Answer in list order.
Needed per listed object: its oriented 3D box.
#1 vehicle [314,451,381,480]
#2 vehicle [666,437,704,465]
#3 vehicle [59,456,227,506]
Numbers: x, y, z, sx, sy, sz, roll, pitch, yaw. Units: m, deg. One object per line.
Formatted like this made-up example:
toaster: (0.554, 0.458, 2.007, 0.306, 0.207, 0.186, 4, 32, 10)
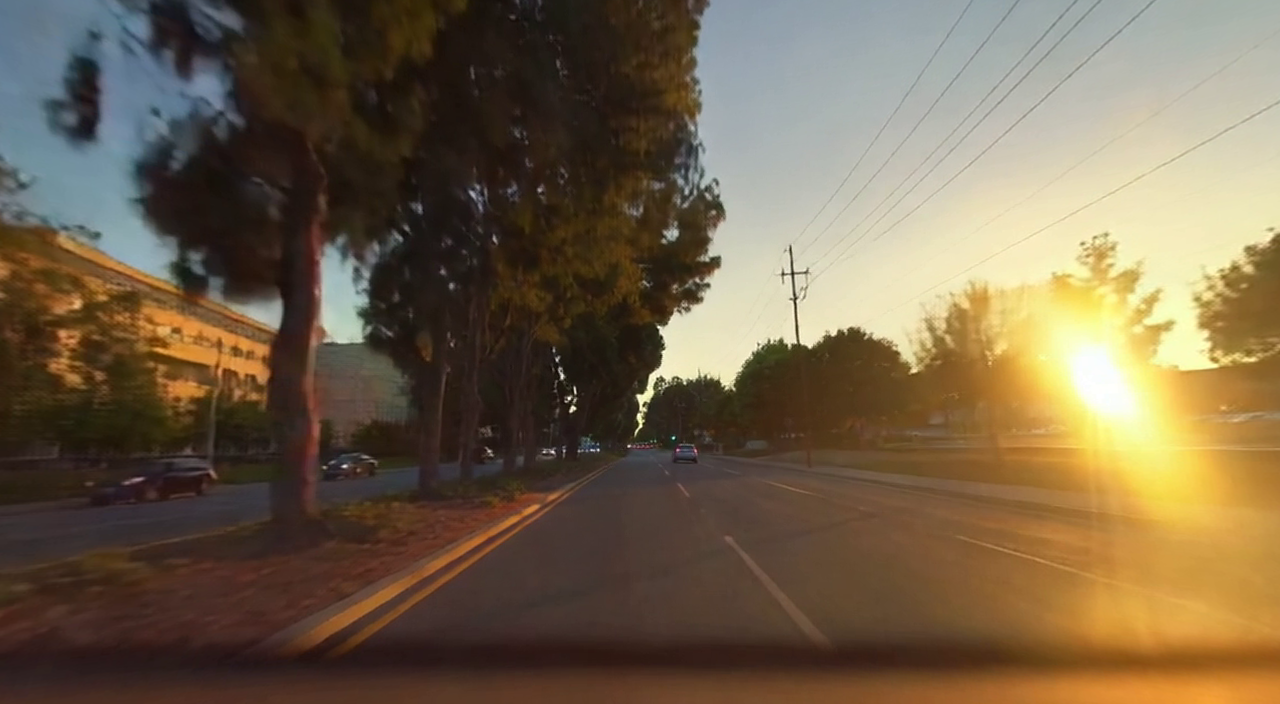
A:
vehicle: (-16.722, 6.509, 36.326, 1.857, 1.519, 3.969, 0, -8, 1)
vehicle: (3.031, 6.801, 43.615, 2.085, 1.828, 5.383, 0, -8, -1)
vehicle: (-16.840, 4.369, 21.819, 1.908, 1.445, 4.730, 0, -8, 1)
